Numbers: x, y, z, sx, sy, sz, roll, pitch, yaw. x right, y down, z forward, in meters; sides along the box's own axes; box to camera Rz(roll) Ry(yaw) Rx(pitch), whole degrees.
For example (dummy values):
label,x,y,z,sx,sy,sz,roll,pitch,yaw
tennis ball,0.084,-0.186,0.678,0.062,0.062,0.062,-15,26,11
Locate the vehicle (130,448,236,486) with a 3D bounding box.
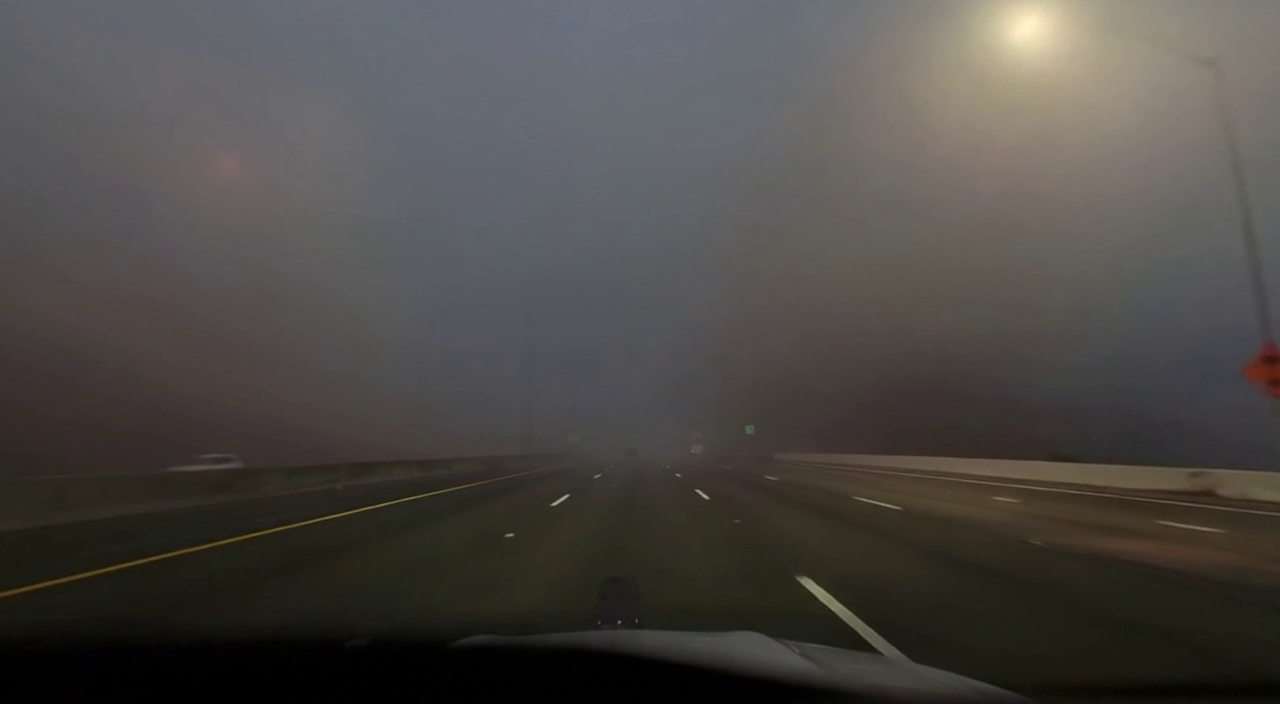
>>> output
label,x,y,z,sx,sy,sz,roll,pitch,yaw
vehicle,-22.018,5.519,30.672,1.891,1.687,4.333,0,-8,0
